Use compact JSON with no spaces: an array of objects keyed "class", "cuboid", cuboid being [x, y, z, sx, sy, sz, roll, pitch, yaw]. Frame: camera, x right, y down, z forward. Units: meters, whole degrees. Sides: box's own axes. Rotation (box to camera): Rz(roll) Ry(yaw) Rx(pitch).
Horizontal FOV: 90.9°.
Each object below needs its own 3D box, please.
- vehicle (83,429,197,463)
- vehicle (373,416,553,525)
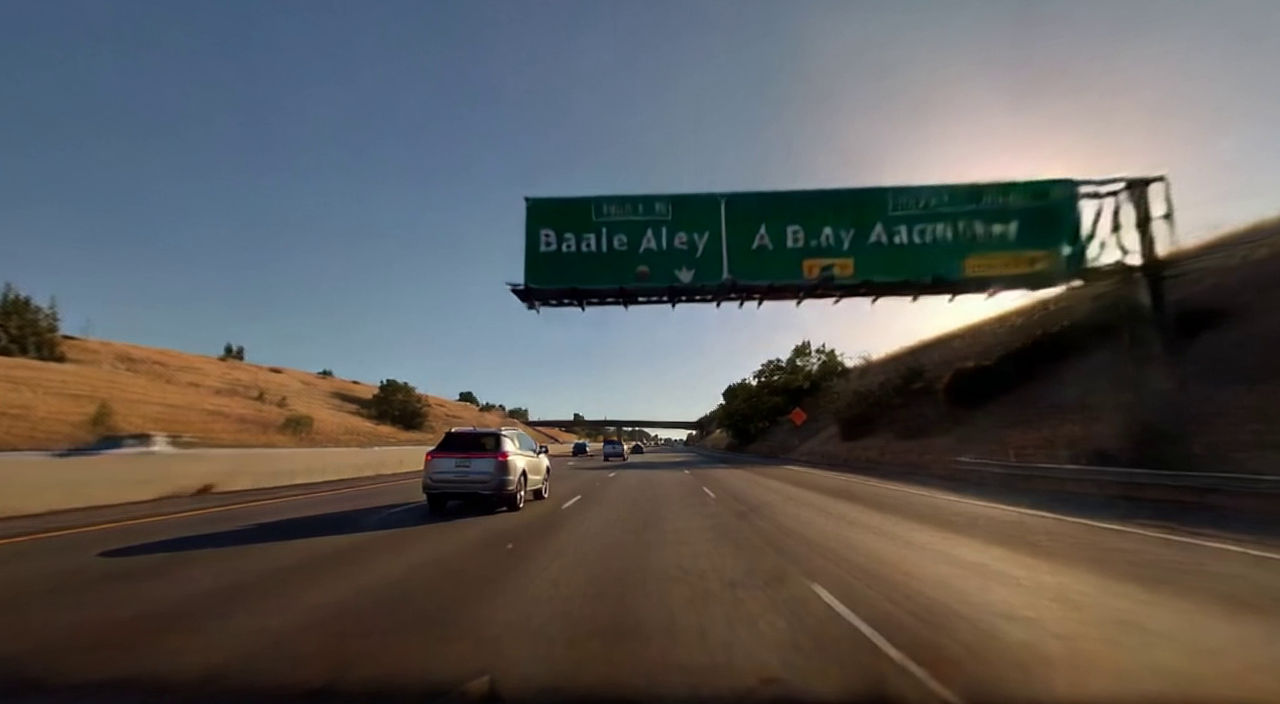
[{"class":"vehicle","cuboid":[-24.695,4.695,31.394,1.835,1.543,4.618,0,-9,1]},{"class":"vehicle","cuboid":[-3.386,2.402,13.301,2.218,1.848,4.789,0,-9,2]}]
